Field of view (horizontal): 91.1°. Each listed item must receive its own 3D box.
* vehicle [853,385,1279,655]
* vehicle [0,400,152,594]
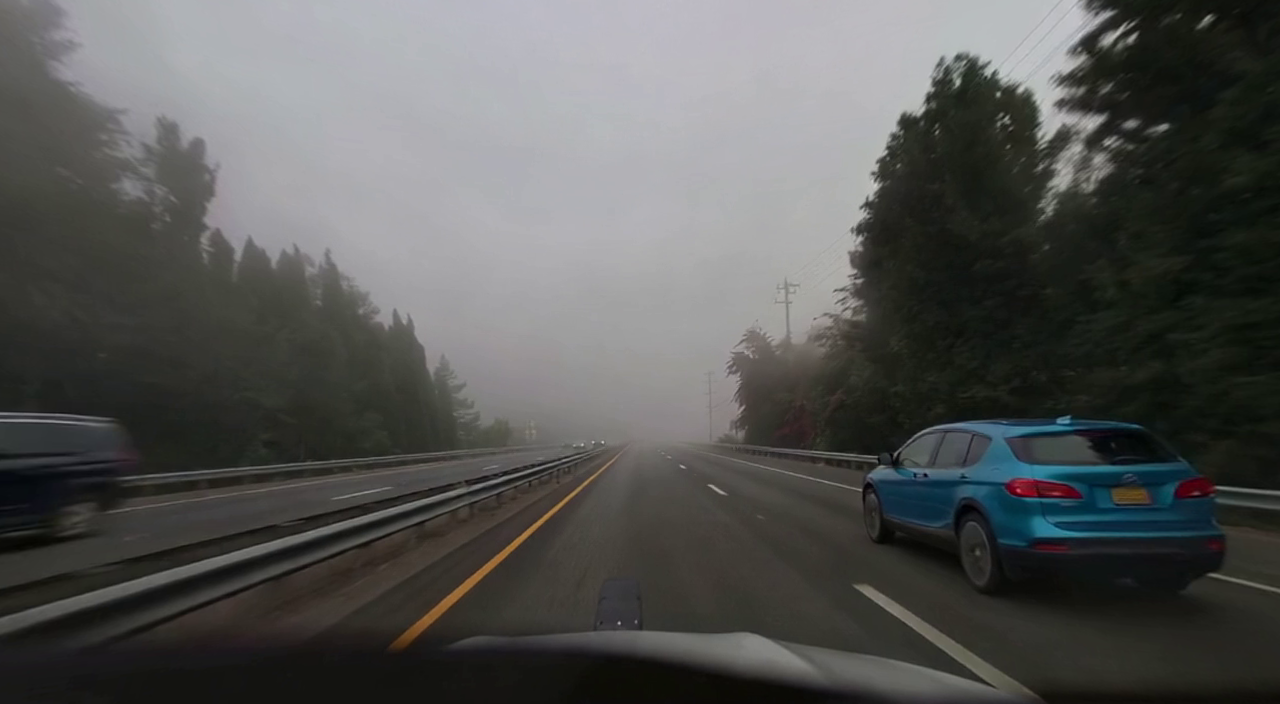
[{"bbox_3d":[3.716,1.263,5.754,2.032,1.562,4.029,0,-8,-1],"label":"vehicle"},{"bbox_3d":[-7.334,1.292,5.265,2.416,1.843,5.072,0,-8,0],"label":"vehicle"}]
